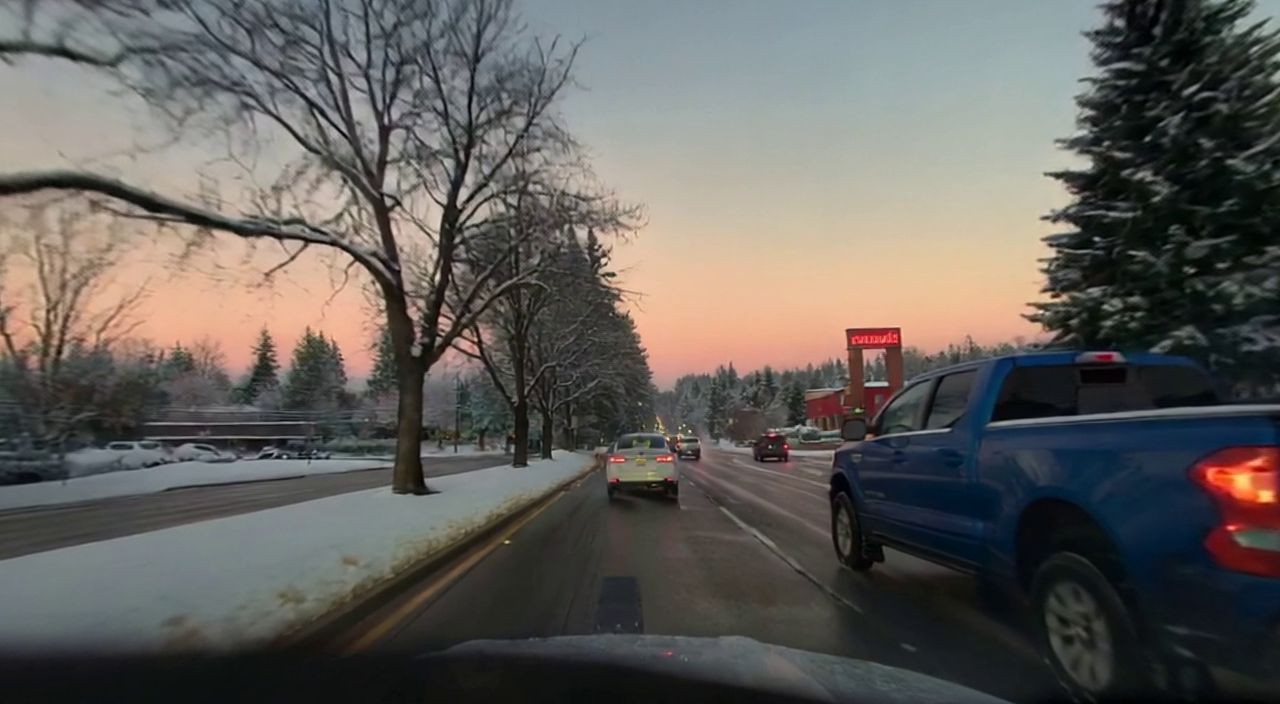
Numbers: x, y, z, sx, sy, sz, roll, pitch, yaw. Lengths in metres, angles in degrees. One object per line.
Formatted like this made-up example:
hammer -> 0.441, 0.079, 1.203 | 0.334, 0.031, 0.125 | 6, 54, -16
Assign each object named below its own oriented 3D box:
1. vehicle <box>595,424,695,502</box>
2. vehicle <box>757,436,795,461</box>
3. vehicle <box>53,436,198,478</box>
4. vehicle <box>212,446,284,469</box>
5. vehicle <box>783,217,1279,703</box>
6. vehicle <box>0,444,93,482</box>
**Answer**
vehicle -> 0.096, 2.692, 15.587 | 2.145, 1.650, 4.021 | 0, -9, 0
vehicle -> 9.140, 6.539, 42.595 | 2.091, 1.612, 4.121 | -1, -9, 6
vehicle -> -32.285, 6.644, 40.049 | 2.664, 2.215, 7.903 | -3, -9, -1
vehicle -> -28.191, 7.594, 45.320 | 3.894, 1.527, 1.872 | -1, -10, -1
vehicle -> 3.295, 0.998, 5.162 | 2.731, 2.101, 6.047 | 0, -9, -1
vehicle -> -27.625, 4.964, 28.282 | 4.225, 1.555, 1.852 | 1, -8, -2
